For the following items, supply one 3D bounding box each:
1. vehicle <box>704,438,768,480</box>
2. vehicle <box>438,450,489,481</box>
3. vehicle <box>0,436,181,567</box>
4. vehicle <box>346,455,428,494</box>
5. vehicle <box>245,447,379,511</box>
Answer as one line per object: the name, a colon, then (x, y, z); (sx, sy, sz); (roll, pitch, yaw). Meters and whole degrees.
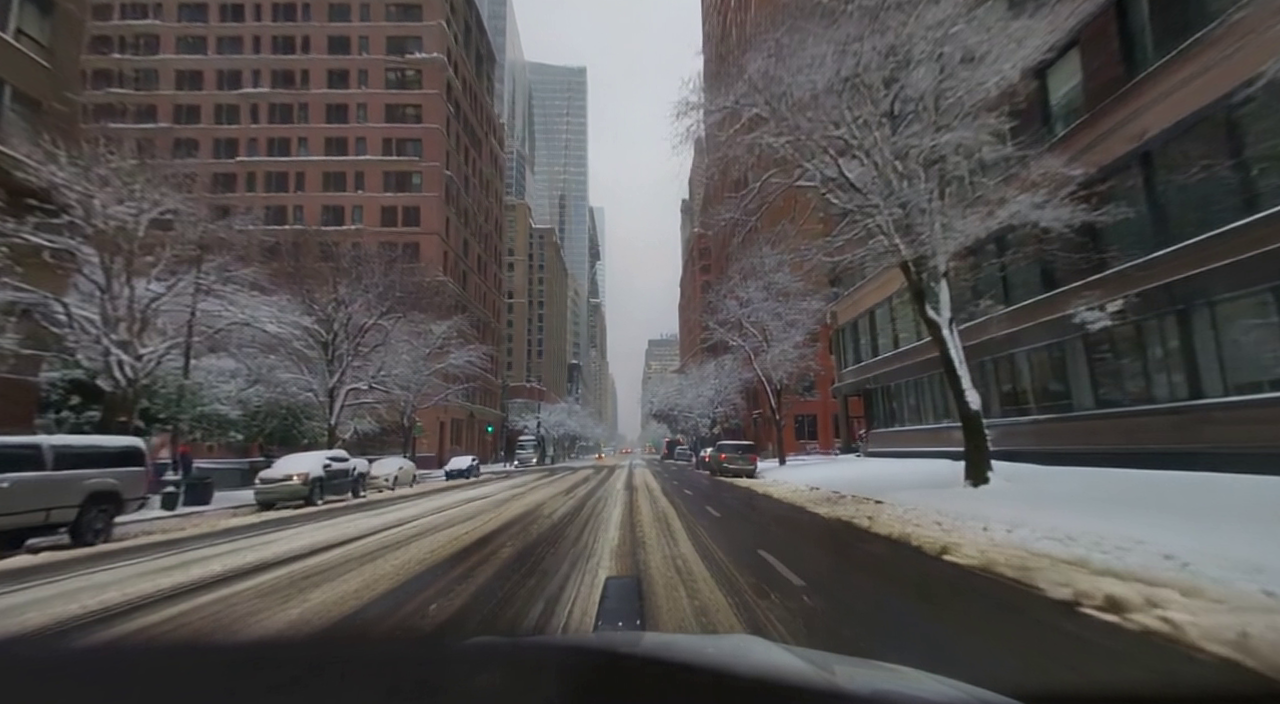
vehicle: (4.637, 5.288, 31.423); (2.237, 1.908, 5.320); (0, -9, -1)
vehicle: (-11.261, 7.259, 40.602); (2.039, 1.770, 4.445); (-3, -10, -1)
vehicle: (-10.836, 2.400, 10.010); (2.574, 1.922, 6.292); (-4, -9, -1)
vehicle: (-11.376, 5.532, 28.758); (2.007, 1.511, 4.280); (-4, -10, 0)
vehicle: (-11.335, 4.374, 22.407); (1.970, 1.828, 5.519); (-3, -9, -2)
